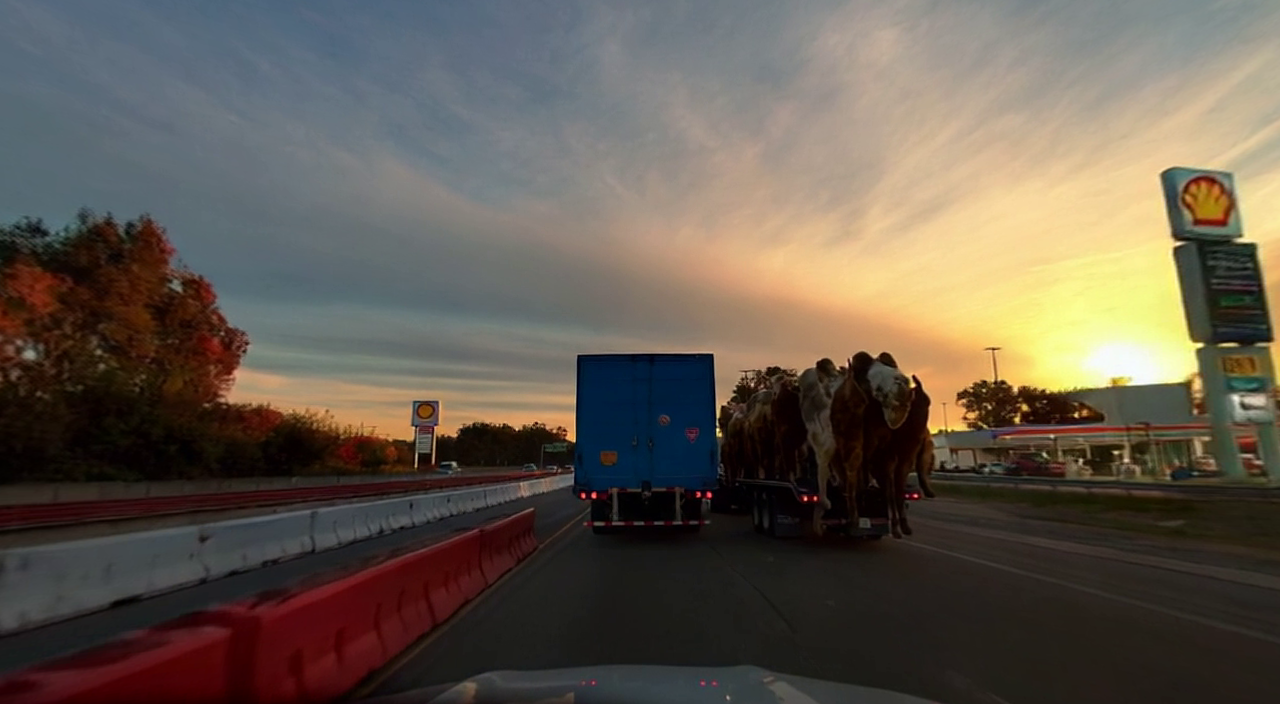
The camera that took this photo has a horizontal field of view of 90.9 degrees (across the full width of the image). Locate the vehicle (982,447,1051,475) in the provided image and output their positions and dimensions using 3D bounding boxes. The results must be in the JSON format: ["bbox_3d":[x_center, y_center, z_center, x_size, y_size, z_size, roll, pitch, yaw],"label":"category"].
[{"bbox_3d":[24.764,7.219,41.626,1.919,1.722,4.024,1,-10,-2],"label":"vehicle"}]

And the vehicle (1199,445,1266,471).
[{"bbox_3d":[36.662,6.605,38.939,4.315,1.469,1.823,7,-12,-32],"label":"vehicle"}]

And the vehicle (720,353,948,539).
[{"bbox_3d":[4.419,2.691,17.240,2.936,3.640,9.443,1,-10,-2],"label":"vehicle"}]

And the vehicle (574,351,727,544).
[{"bbox_3d":[0.090,2.414,15.284,2.618,3.306,8.676,1,-10,-1],"label":"vehicle"}]

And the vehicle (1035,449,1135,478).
[{"bbox_3d":[24.615,6.216,35.059,1.762,1.470,4.485,3,-11,-10],"label":"vehicle"}]

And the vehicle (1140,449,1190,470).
[{"bbox_3d":[38.448,7.890,46.099,3.565,1.448,1.866,8,-13,-36],"label":"vehicle"}]
